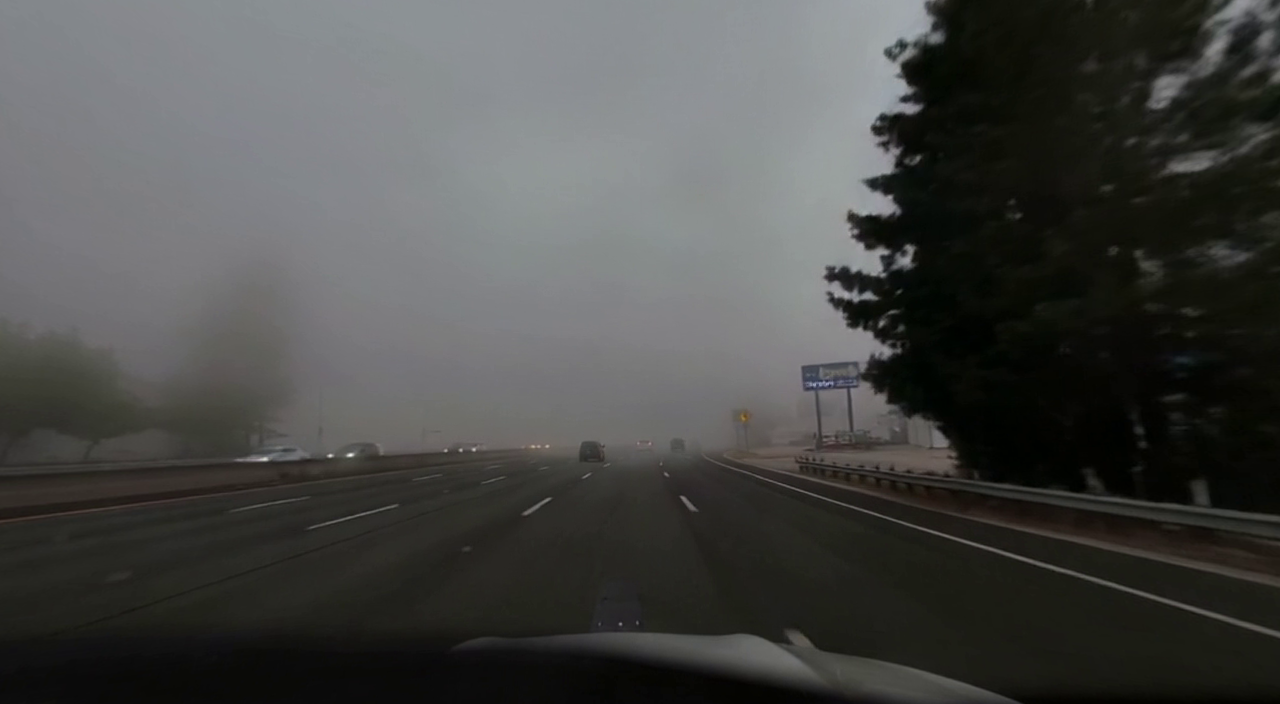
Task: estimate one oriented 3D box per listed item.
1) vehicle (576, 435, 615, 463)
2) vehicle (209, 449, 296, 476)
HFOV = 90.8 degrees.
[{"bbox_3d":[-2.991,6.596,43.020,2.139,1.782,4.079,-1,-8,3],"label":"vehicle"},{"bbox_3d":[-22.523,6.416,36.986,1.985,1.480,4.611,-1,-9,3],"label":"vehicle"}]
